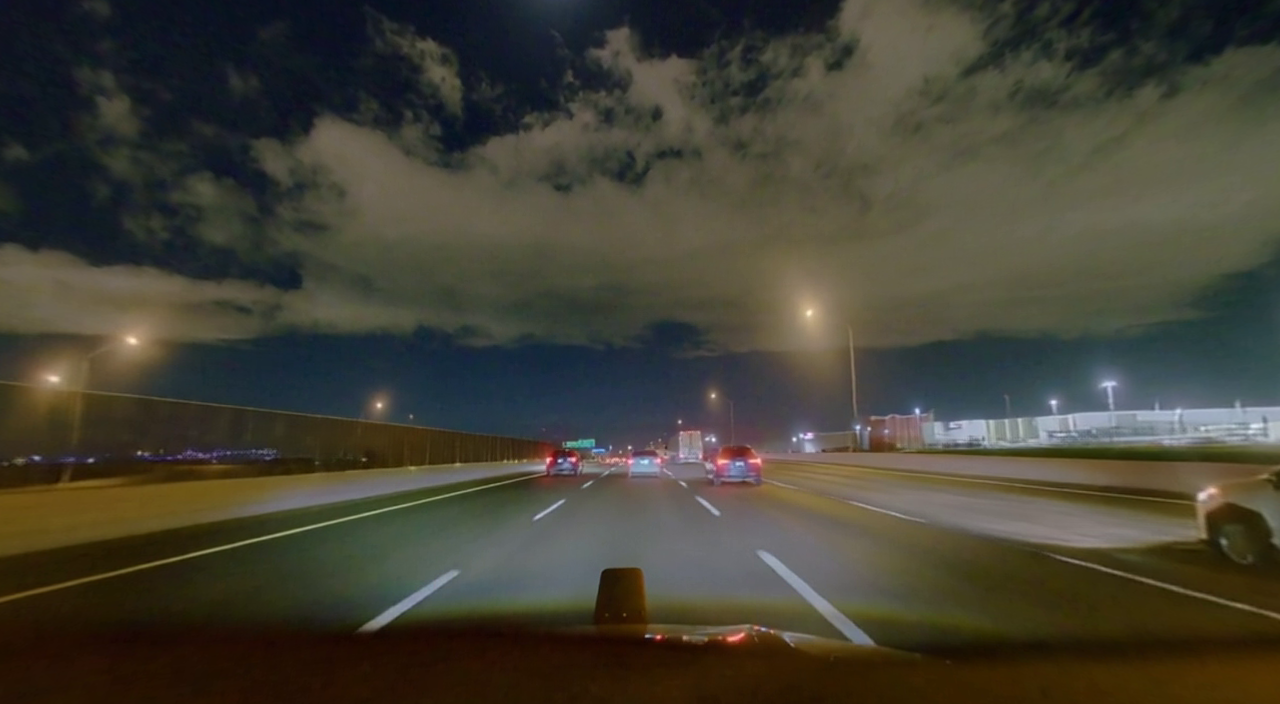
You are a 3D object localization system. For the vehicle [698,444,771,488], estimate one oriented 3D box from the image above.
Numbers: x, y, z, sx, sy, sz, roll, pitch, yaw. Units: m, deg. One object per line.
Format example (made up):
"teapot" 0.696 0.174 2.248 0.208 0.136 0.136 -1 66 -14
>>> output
"vehicle" 3.366 4.121 23.243 1.942 1.453 4.329 0 -8 -1

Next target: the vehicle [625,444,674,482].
"vehicle" 0.416 5.047 29.078 2.067 1.555 4.851 0 -8 0

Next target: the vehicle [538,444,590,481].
"vehicle" -3.699 5.405 31.272 2.036 1.669 4.112 0 -8 1
